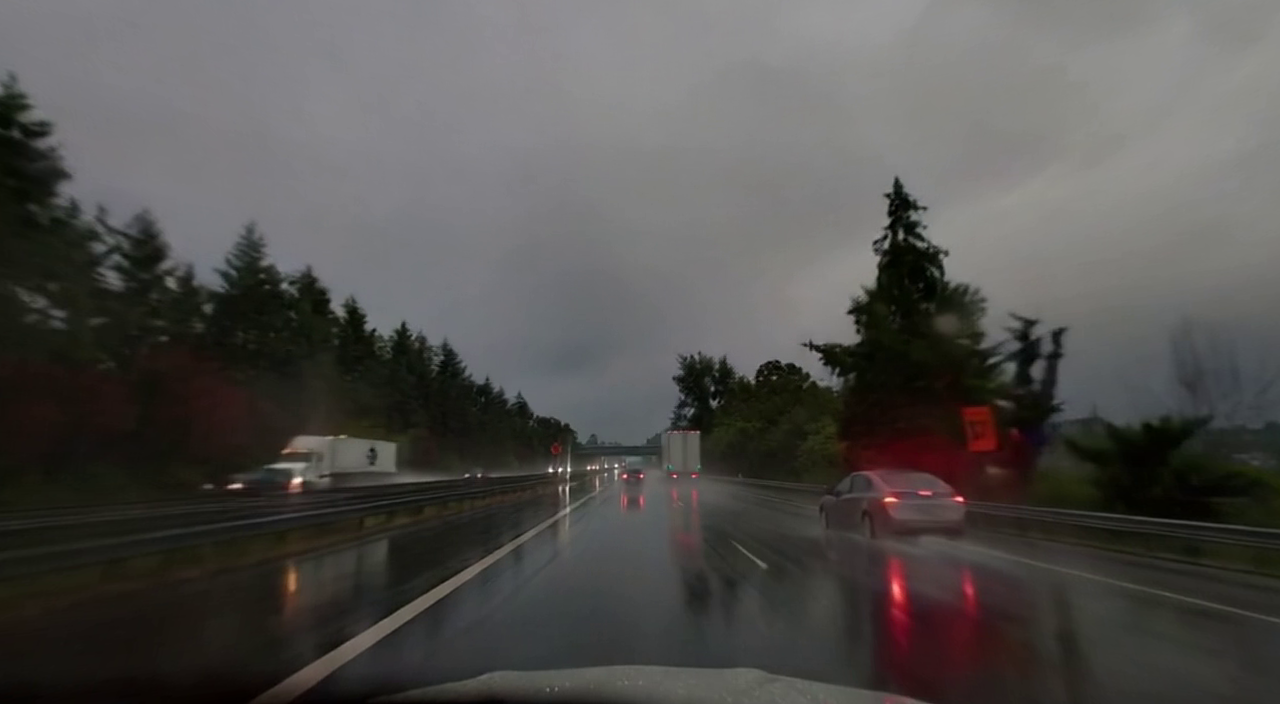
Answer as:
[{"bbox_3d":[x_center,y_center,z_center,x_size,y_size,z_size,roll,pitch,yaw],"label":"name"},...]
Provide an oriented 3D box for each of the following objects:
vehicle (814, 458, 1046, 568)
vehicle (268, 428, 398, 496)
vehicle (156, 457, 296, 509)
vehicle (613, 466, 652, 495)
[{"bbox_3d":[4.642,2.643,10.980,1.897,1.476,4.334,1,-10,-1],"label":"vehicle"},{"bbox_3d":[-20.053,7.445,42.416,2.946,3.818,11.566,-1,-10,0],"label":"vehicle"},{"bbox_3d":[-16.357,5.209,25.344,2.027,1.800,5.243,1,-10,0],"label":"vehicle"},{"bbox_3d":[-0.419,6.961,34.369,2.010,1.436,3.973,1,-10,-1],"label":"vehicle"}]
